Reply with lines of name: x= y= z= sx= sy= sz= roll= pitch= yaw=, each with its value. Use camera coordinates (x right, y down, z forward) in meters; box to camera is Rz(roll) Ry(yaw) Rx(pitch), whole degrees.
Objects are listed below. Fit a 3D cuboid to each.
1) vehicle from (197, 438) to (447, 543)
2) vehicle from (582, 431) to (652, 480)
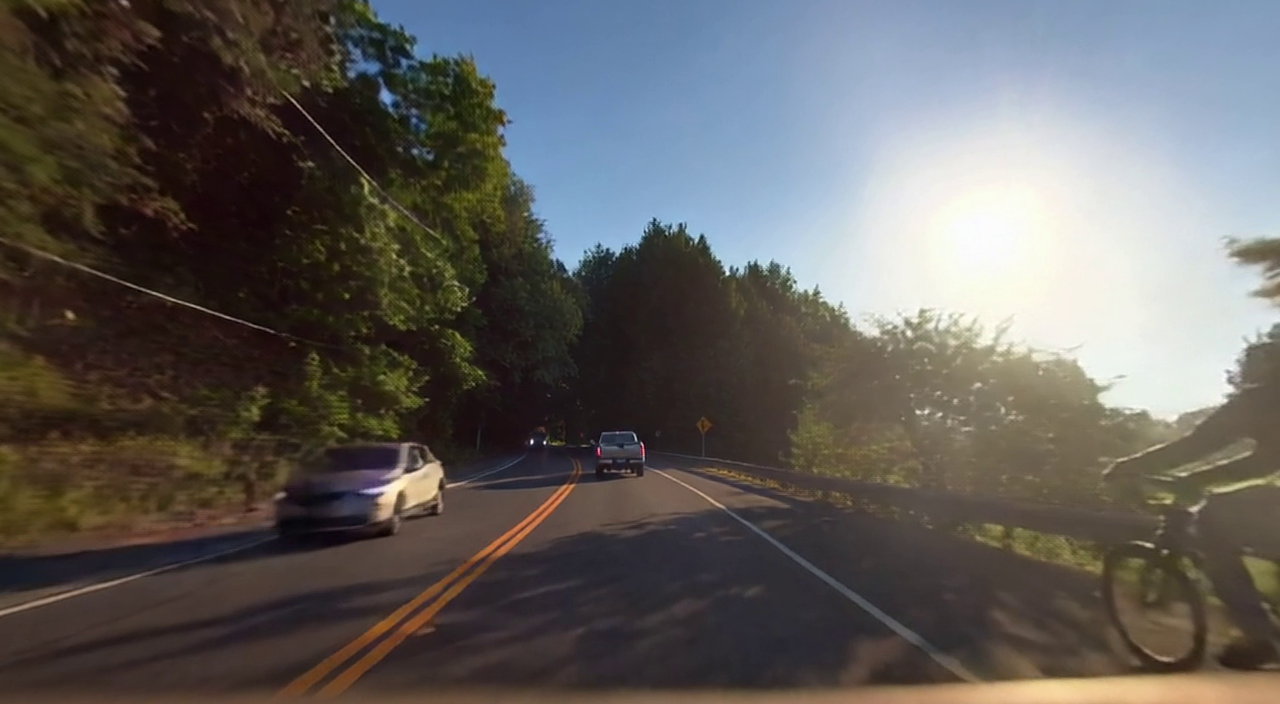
vehicle: x=-5.203 y=2.299 z=11.239 sx=2.198 sy=1.459 sz=4.398 roll=0 pitch=-8 yaw=-1
vehicle: x=-1.031 y=4.250 z=26.287 sx=2.631 sy=1.798 sz=5.331 roll=0 pitch=-8 yaw=-4
